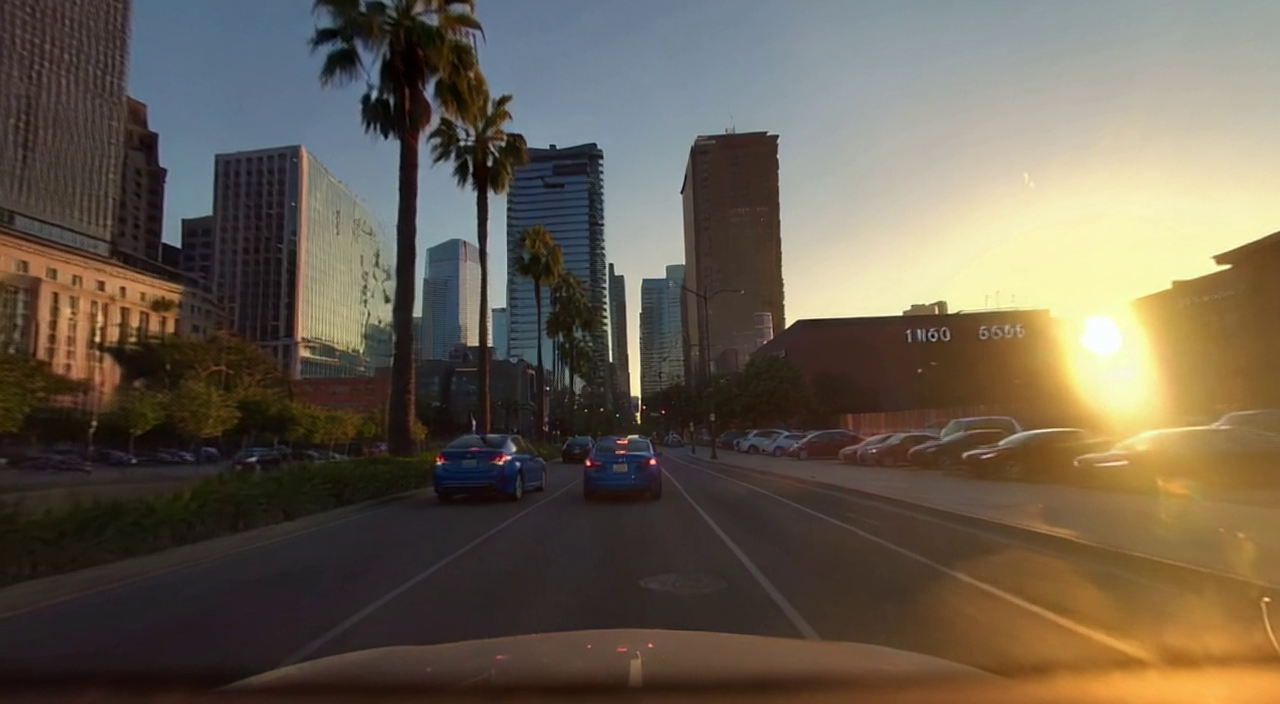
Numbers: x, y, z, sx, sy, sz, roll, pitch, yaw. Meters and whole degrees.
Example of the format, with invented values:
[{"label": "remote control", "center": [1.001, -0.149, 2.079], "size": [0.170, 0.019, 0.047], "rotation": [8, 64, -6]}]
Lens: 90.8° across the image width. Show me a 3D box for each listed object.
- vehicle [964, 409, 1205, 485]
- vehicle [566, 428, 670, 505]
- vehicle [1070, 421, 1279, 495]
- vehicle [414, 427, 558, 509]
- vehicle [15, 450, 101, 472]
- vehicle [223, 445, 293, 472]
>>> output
[{"label": "vehicle", "center": [12.548, 2.706, 18.122], "size": [5.188, 1.805, 2.228], "rotation": [-2, -8, -3]}, {"label": "vehicle", "center": [-0.425, 2.480, 14.059], "size": [2.004, 1.465, 3.713], "rotation": [0, -8, 0]}, {"label": "vehicle", "center": [13.333, 2.488, 15.087], "size": [4.749, 1.522, 1.905], "rotation": [-1, -9, -3]}, {"label": "vehicle", "center": [-3.207, 2.513, 14.214], "size": [2.071, 1.544, 4.383], "rotation": [0, -8, 1]}, {"label": "vehicle", "center": [-42.360, 7.940, 46.041], "size": [4.309, 1.484, 1.884], "rotation": [0, -8, -1]}, {"label": "vehicle", "center": [-23.720, 6.593, 39.403], "size": [1.819, 1.587, 3.963], "rotation": [0, -8, 0]}]
